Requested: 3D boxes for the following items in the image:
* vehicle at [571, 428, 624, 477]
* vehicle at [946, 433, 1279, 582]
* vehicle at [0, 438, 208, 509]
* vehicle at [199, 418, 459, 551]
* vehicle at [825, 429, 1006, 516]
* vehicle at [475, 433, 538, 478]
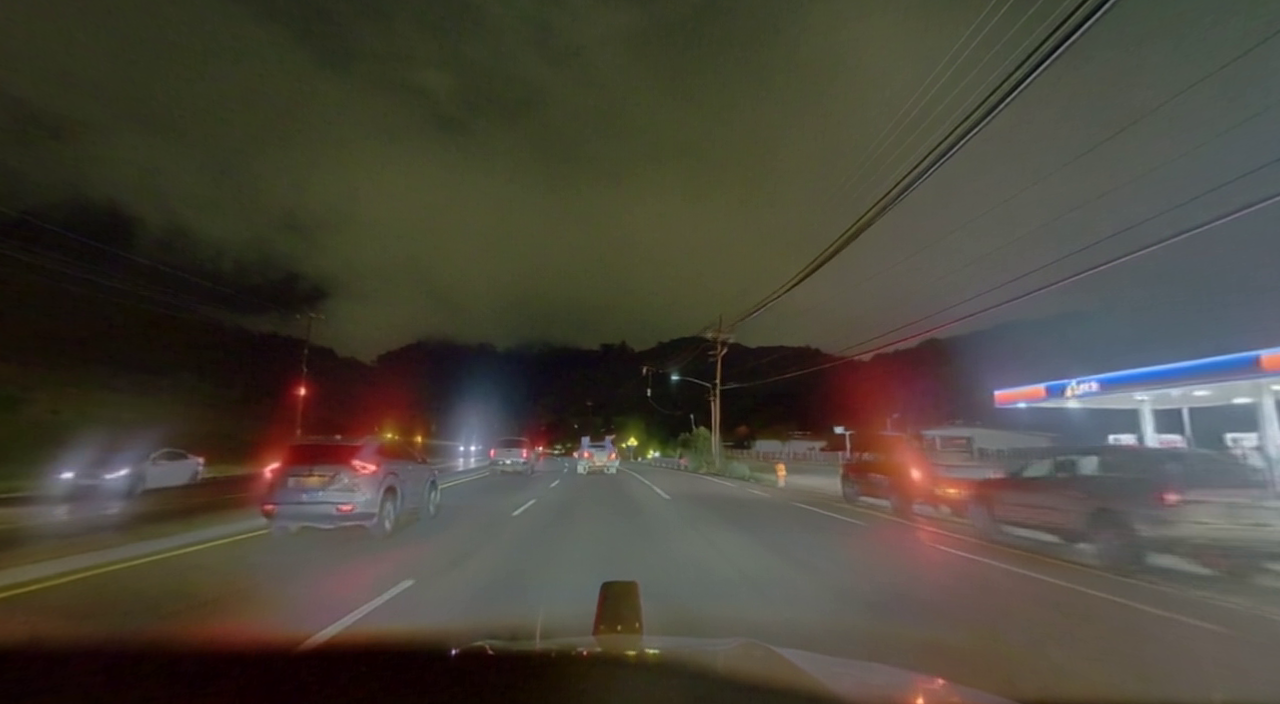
[{"bbox_3d":[-2.268,5.157,32.666,2.486,2.280,5.291,1,-9,-6],"label":"vehicle"},{"bbox_3d":[6.362,1.941,8.844,1.877,1.503,4.653,0,-9,1],"label":"vehicle"},{"bbox_3d":[-13.795,3.096,16.612,1.930,1.591,4.408,0,-9,-3],"label":"vehicle"},{"bbox_3d":[-4.759,2.085,10.665,2.185,1.721,4.550,0,-9,-2],"label":"vehicle"},{"bbox_3d":[6.340,2.814,15.279,2.058,1.747,4.585,1,-9,-4],"label":"vehicle"},{"bbox_3d":[-6.440,5.078,31.195,2.345,2.012,5.693,1,-9,-5],"label":"vehicle"}]
